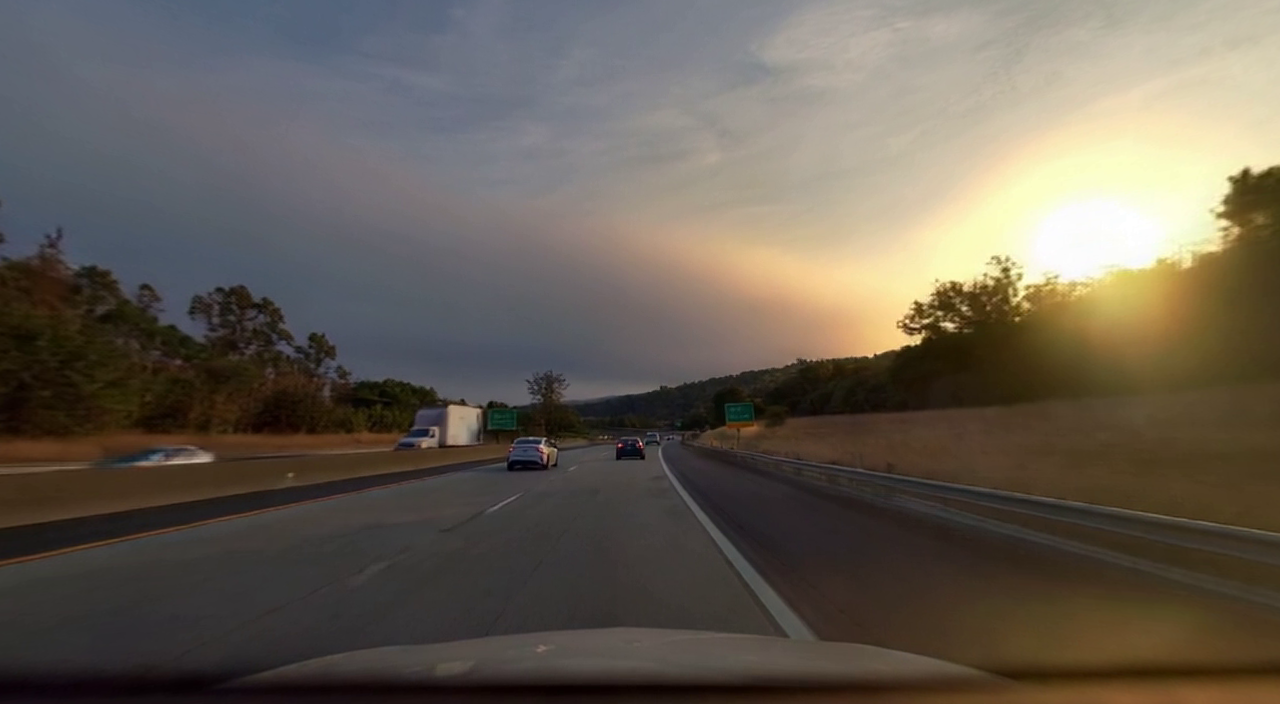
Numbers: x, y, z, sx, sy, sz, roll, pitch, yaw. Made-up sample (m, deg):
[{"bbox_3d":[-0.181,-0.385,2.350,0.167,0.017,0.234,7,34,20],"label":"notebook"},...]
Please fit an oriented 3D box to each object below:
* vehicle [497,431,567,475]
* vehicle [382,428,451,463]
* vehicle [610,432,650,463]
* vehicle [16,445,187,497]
[{"bbox_3d":[-4.396,4.204,26.387,2.075,1.653,4.317,-1,-8,1],"label":"vehicle"},{"bbox_3d":[-15.407,6.481,43.836,2.565,2.213,5.866,-1,-8,1],"label":"vehicle"},{"bbox_3d":[-0.521,5.444,35.844,2.146,1.636,4.026,0,-8,0],"label":"vehicle"},{"bbox_3d":[-16.973,3.730,20.174,1.803,1.451,4.112,-1,-8,1],"label":"vehicle"}]
